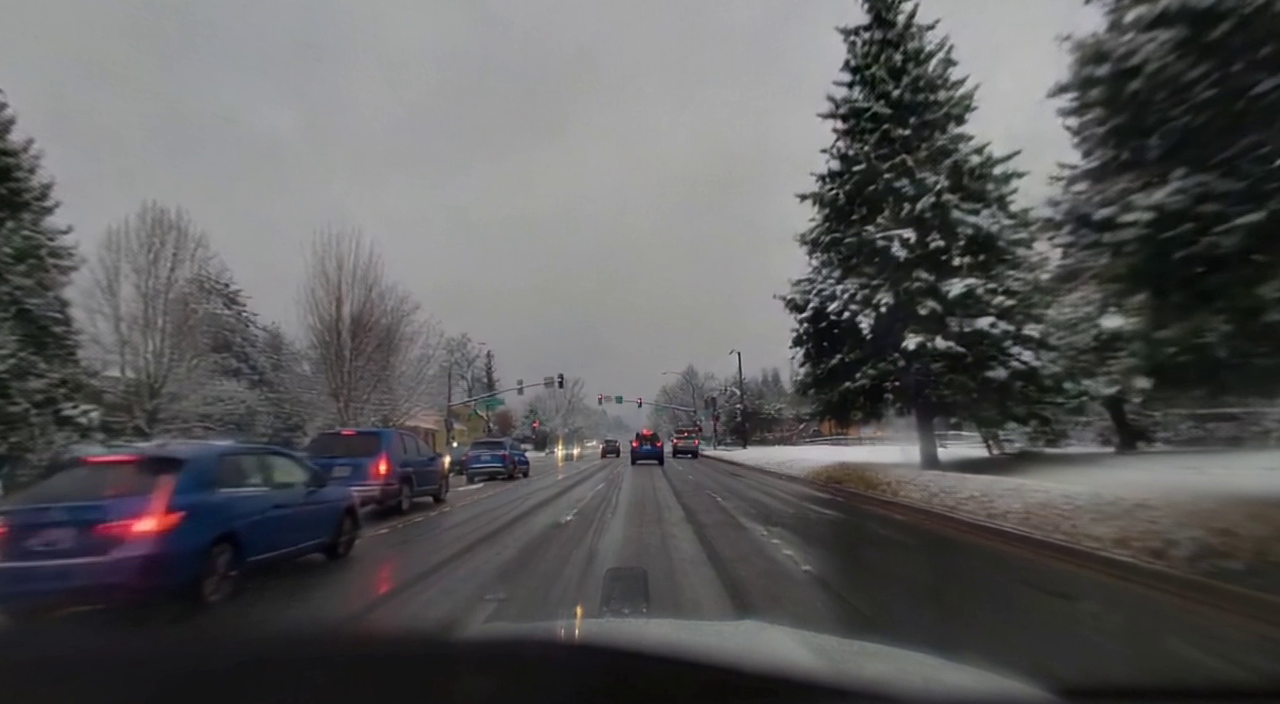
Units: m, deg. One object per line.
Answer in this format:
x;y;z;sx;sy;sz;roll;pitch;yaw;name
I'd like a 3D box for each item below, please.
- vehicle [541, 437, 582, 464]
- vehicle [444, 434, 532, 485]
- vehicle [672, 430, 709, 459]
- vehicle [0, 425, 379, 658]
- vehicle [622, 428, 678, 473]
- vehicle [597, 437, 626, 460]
-5.176;6.577;42.090;2.108;1.689;4.316;-1;-8;1;vehicle
-5.393;3.872;23.029;2.052;1.664;4.476;-1;-8;0;vehicle
3.765;7.063;48.165;2.338;2.063;5.672;0;-8;-1;vehicle
-4.370;1.541;6.332;2.043;1.464;4.571;1;-8;-7;vehicle
0.428;4.292;27.610;2.235;1.778;4.178;-1;-8;1;vehicle
-2.180;7.477;49.093;2.058;1.659;4.514;0;-8;0;vehicle
